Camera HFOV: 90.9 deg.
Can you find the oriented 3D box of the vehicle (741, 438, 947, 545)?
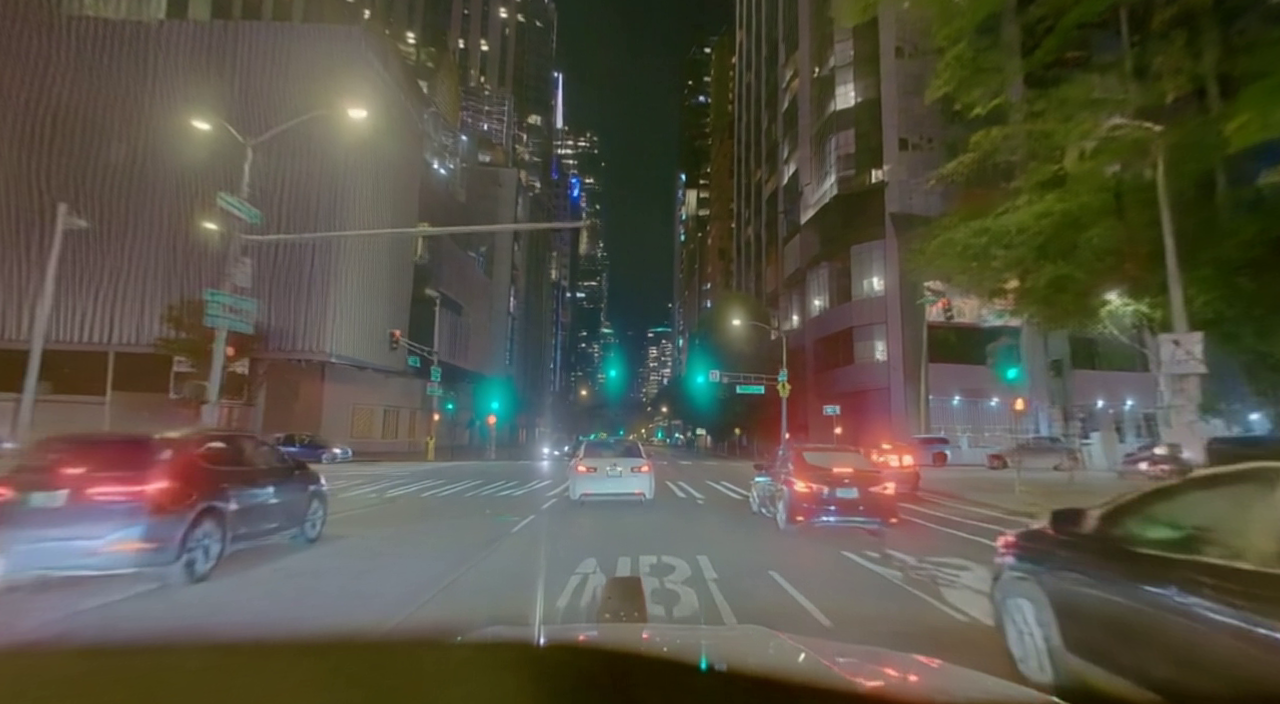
[{"bbox_3d":[3.142,2.215,10.861,1.942,1.443,4.468,0,-8,-1],"label":"vehicle"}]

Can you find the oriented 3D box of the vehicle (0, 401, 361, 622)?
[{"bbox_3d":[-5.050,1.523,7.093,2.111,1.661,4.537,1,-8,-6],"label":"vehicle"}]

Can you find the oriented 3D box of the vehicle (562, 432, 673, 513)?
[{"bbox_3d":[-0.488,2.475,13.500,2.031,1.461,3.763,0,-8,-3],"label":"vehicle"}]

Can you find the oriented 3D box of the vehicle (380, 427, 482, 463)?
[{"bbox_3d":[-10.305,4.563,31.100,4.556,1.689,1.982,-3,-9,23],"label":"vehicle"}]

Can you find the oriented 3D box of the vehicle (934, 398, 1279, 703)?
[{"bbox_3d":[3.266,0.977,2.501,1.973,1.537,4.533,0,-8,0],"label":"vehicle"}]
